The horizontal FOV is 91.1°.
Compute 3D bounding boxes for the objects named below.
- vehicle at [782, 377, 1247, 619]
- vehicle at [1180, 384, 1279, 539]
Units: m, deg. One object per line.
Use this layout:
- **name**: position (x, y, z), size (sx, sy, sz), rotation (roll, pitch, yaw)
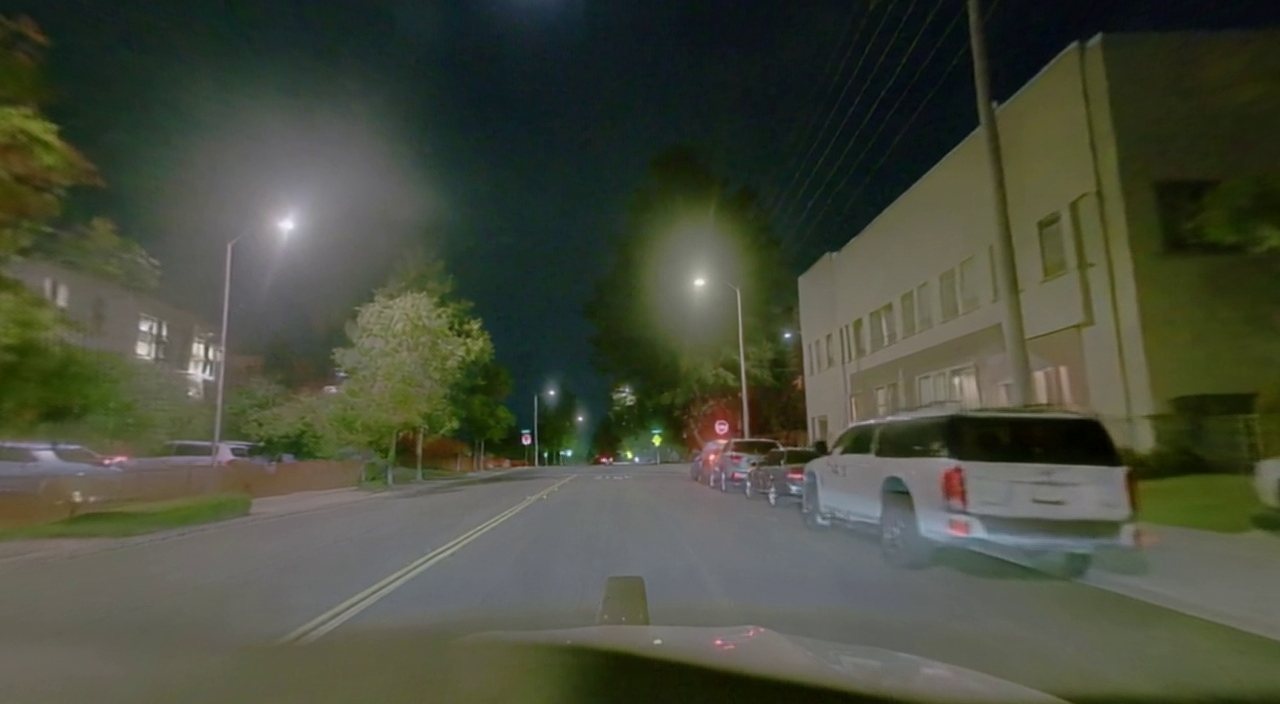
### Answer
- **vehicle**: position (3.764, 1.623, 8.170), size (2.292, 1.974, 5.853), rotation (0, -8, -2)
- **vehicle**: position (9.010, 1.116, 5.983), size (2.282, 1.893, 6.027), rotation (-2, -7, -1)
